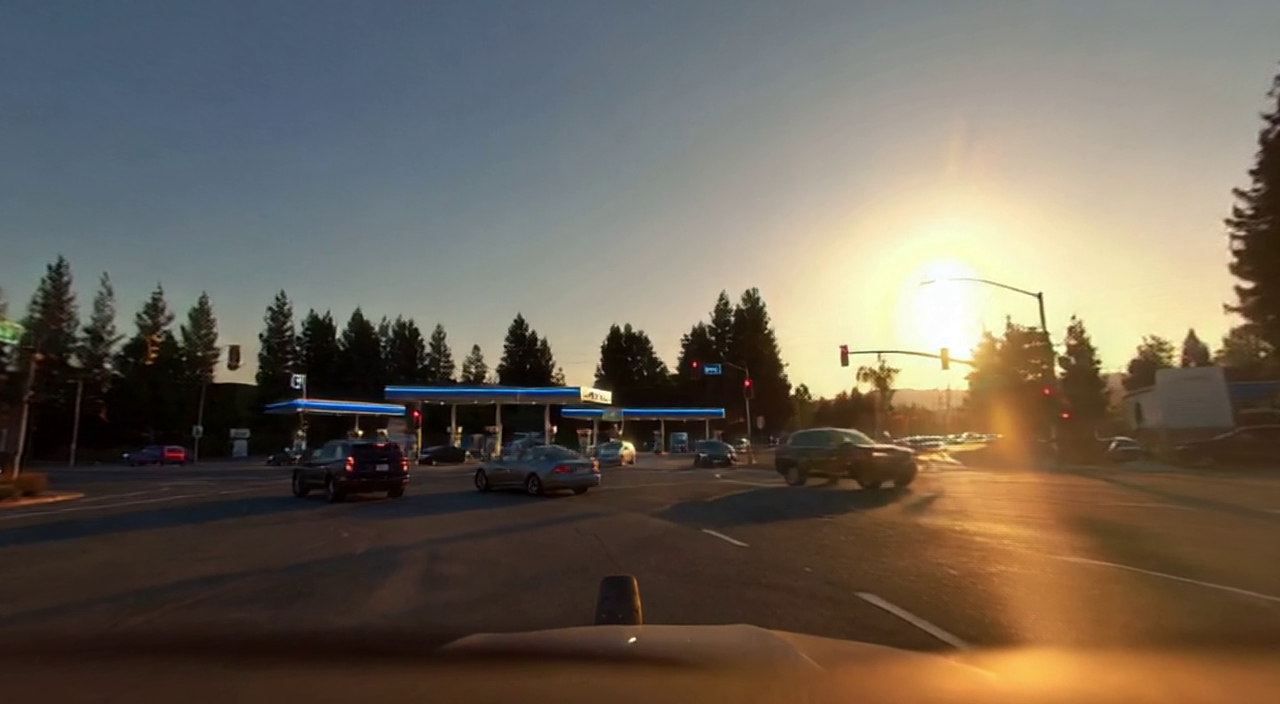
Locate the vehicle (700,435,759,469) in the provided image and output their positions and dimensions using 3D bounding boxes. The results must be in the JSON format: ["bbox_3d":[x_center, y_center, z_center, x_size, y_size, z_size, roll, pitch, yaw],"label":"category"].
[{"bbox_3d":[4.467,5.053,32.168,1.976,1.573,4.543,1,-9,-5],"label":"vehicle"}]

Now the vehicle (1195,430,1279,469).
[{"bbox_3d":[29.443,4.525,29.309,4.952,1.745,2.184,-3,-9,20],"label":"vehicle"}]

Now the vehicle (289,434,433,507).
[{"bbox_3d":[-8.138,3.302,18.243,2.351,1.733,4.616,5,-9,-43],"label":"vehicle"}]

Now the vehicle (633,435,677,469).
[{"bbox_3d":[0.755,5.196,32.924,2.126,1.626,4.585,0,-8,1],"label":"vehicle"}]

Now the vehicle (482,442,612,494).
[{"bbox_3d":[-3.072,3.624,20.221,1.965,1.460,4.581,7,-11,-40],"label":"vehicle"}]

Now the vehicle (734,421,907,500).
[{"bbox_3d":[4.649,2.877,17.111,2.016,1.828,4.503,4,-9,-24],"label":"vehicle"}]
